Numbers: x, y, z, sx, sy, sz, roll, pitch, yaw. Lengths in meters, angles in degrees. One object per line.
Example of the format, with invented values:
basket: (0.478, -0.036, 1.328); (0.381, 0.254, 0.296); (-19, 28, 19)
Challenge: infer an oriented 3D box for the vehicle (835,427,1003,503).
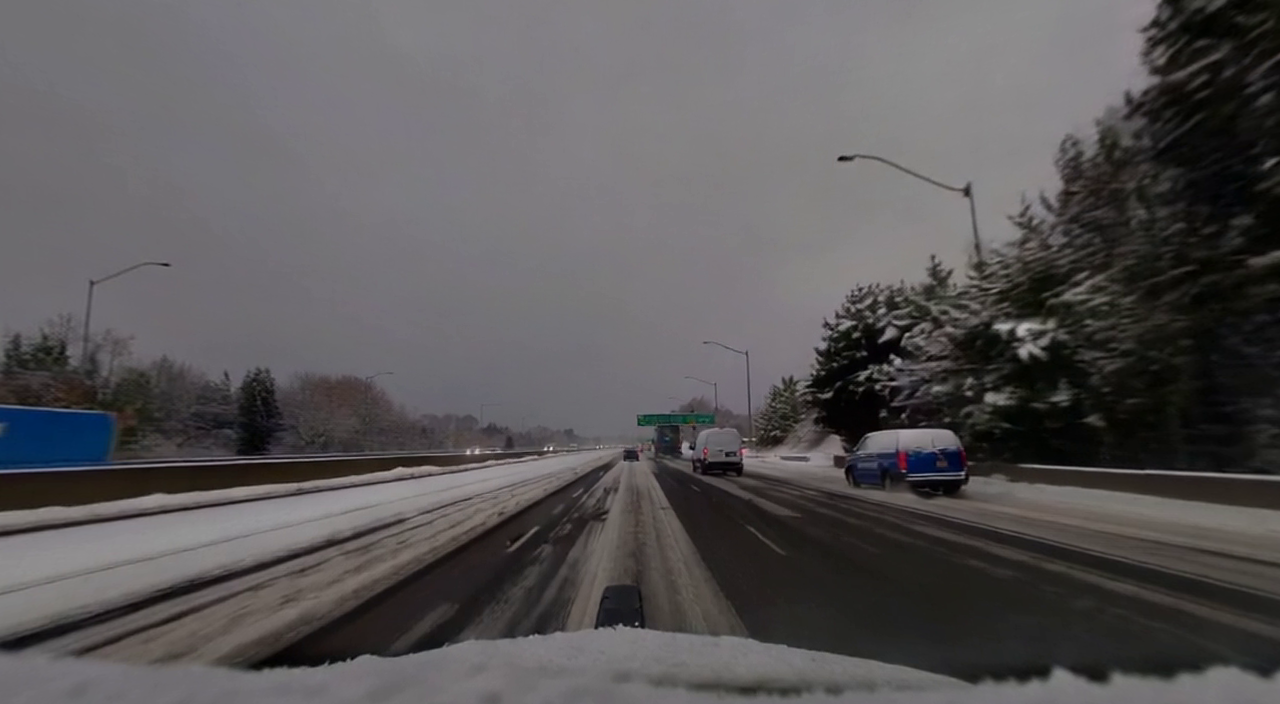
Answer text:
vehicle: (7.389, 3.051, 17.488); (2.266, 1.799, 4.947); (0, -8, -1)

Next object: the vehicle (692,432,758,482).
vehicle: (3.536, 4.478, 27.187); (2.035, 1.931, 4.841); (0, -9, -2)

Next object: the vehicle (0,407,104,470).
vehicle: (-29.001, 3.112, 23.048); (2.682, 2.685, 19.077); (0, -8, 0)
